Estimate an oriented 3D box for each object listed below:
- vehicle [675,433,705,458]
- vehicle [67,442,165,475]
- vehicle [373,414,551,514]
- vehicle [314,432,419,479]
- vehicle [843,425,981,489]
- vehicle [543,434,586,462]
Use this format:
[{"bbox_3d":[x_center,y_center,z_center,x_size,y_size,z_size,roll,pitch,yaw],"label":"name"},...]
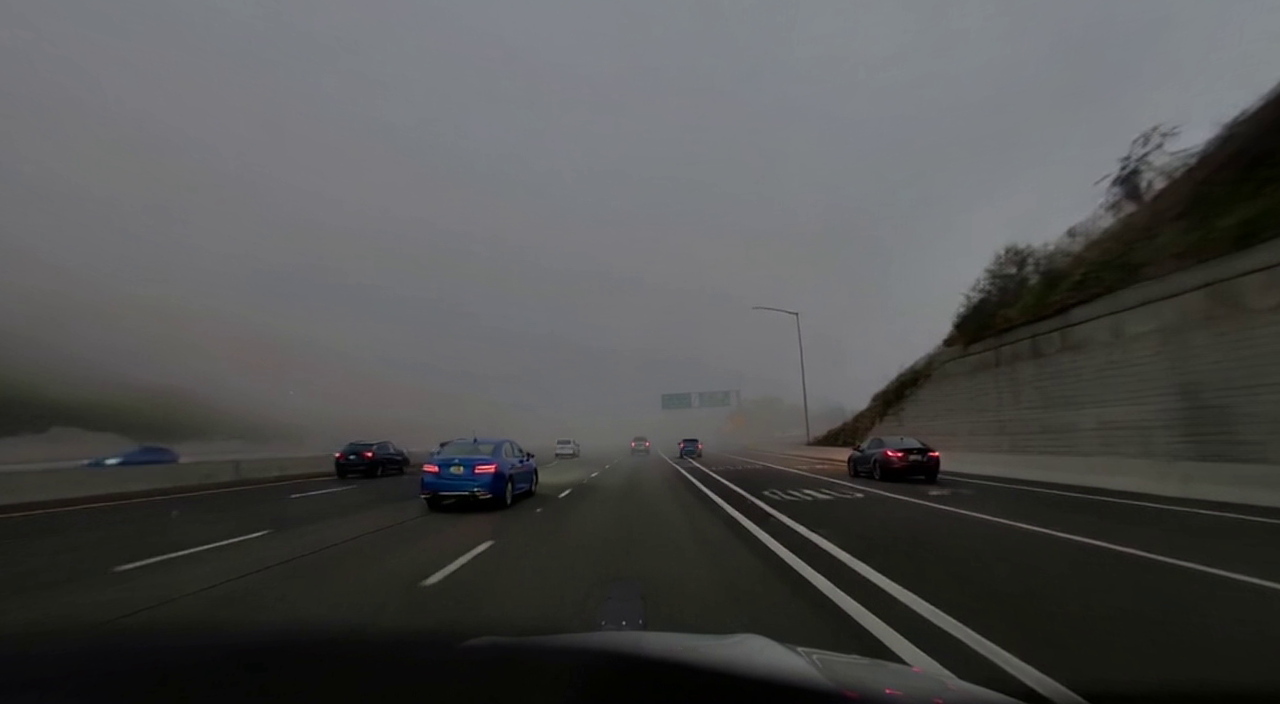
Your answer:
[{"bbox_3d":[3.907,7.336,49.484,2.172,1.824,5.031,-1,-8,4],"label":"vehicle"},{"bbox_3d":[-23.765,4.825,28.770,1.487,1.378,3.390,0,-8,1],"label":"vehicle"},{"bbox_3d":[-3.500,2.340,13.701,2.210,1.730,5.133,0,-8,2],"label":"vehicle"},{"bbox_3d":[-11.191,4.261,26.234,2.091,1.774,4.754,0,-8,2],"label":"vehicle"},{"bbox_3d":[7.838,3.075,18.755,2.122,1.646,4.491,0,-8,1],"label":"vehicle"},{"bbox_3d":[-4.929,6.366,41.866,2.076,1.730,4.537,-1,-8,3],"label":"vehicle"}]
